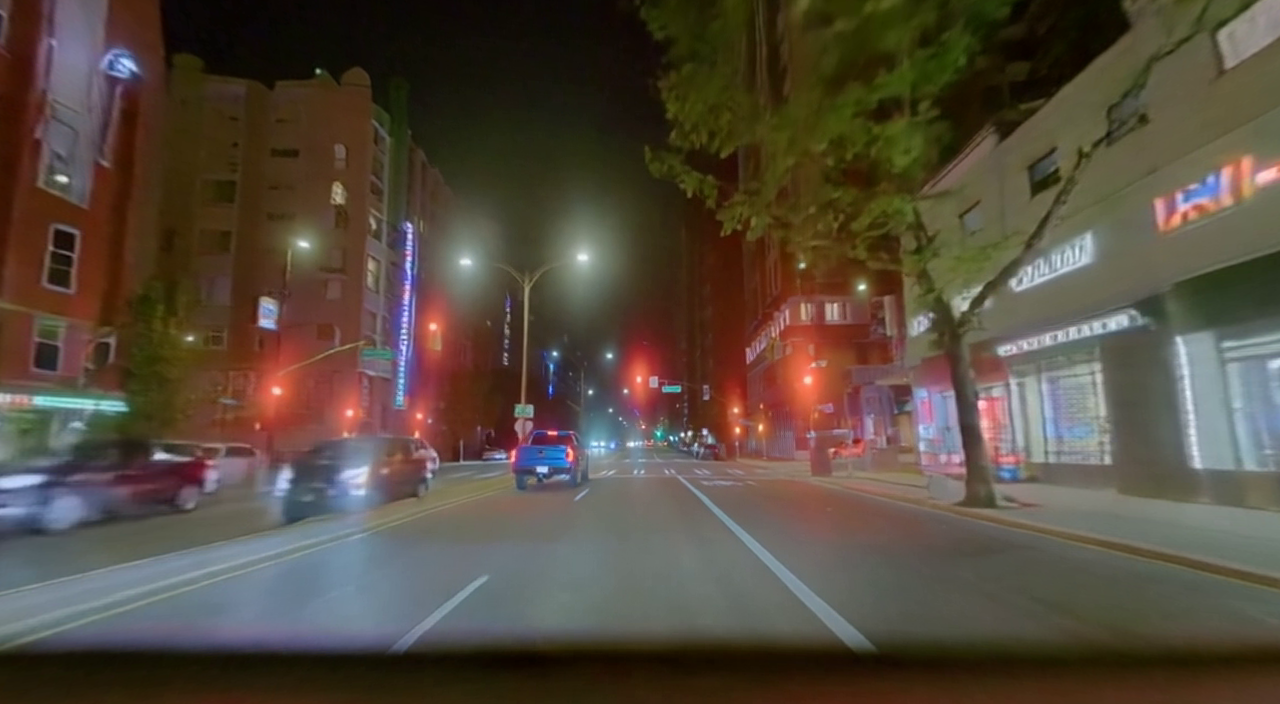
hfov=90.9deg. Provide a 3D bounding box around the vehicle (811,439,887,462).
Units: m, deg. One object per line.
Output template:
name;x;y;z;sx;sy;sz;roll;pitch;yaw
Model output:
vehicle;14.074;6.689;42.642;4.447;1.484;1.928;0;-9;1

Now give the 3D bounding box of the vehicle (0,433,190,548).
vehicle;-10.126;2.249;10.743;1.894;1.636;4.057;0;-9;0

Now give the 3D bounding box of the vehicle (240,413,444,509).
vehicle;-7.100;2.708;16.042;2.308;1.961;5.807;0;-9;1

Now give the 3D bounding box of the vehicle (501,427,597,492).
vehicle;-2.714;3.403;20.276;2.197;1.786;5.365;0;-9;1
